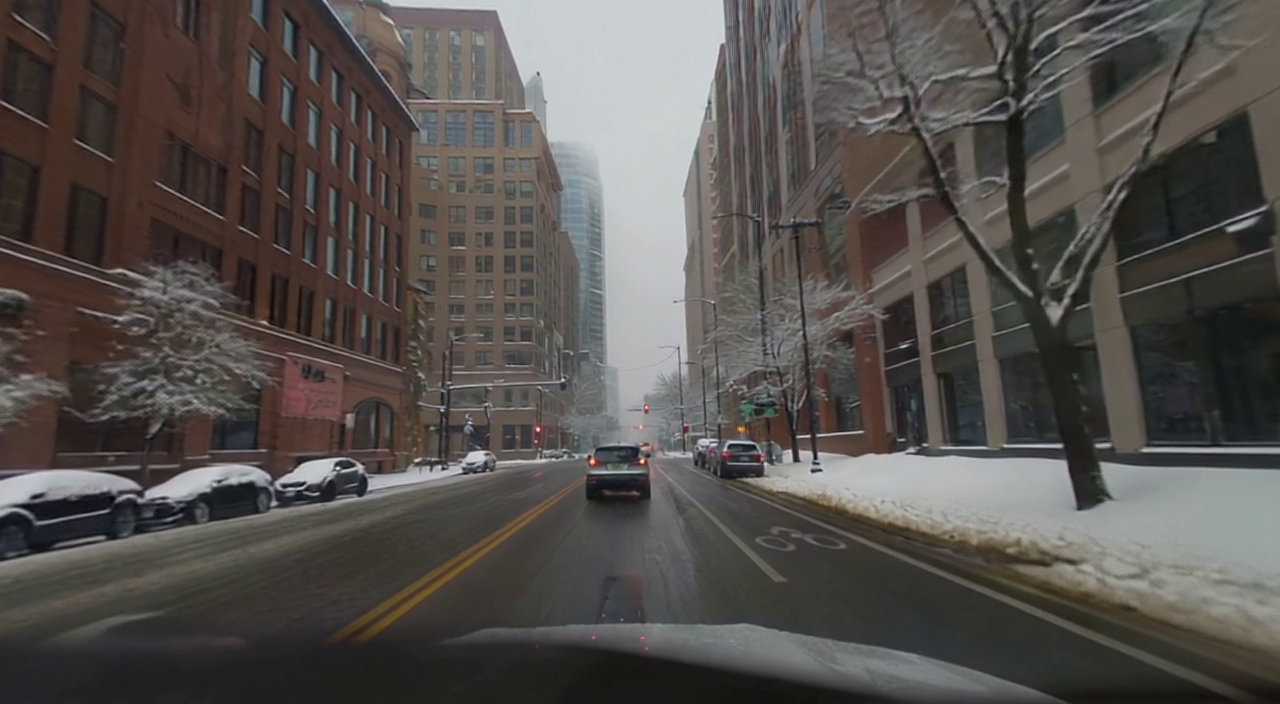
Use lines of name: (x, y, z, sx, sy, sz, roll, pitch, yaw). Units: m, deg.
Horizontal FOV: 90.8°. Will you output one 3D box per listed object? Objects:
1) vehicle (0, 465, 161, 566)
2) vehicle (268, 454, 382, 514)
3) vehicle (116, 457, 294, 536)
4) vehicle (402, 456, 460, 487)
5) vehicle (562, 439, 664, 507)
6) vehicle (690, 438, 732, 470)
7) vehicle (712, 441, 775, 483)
vehicle: (-12.041, 3.182, 12.493, 1.976, 1.577, 4.091, -4, -8, -1)
vehicle: (-12.000, 4.996, 24.445, 2.090, 1.784, 4.832, -4, -8, -2)
vehicle: (-12.156, 3.993, 18.125, 1.945, 1.712, 4.648, -5, -8, -2)
vehicle: (-12.267, 7.018, 37.357, 1.968, 1.469, 4.523, -3, -8, -1)
vehicle: (-0.613, 2.999, 16.079, 2.269, 1.479, 3.980, 0, -9, -1)
vehicle: (4.443, 6.511, 40.365, 1.972, 1.822, 4.889, -3, -9, -1)
vehicle: (4.420, 4.743, 27.561, 1.924, 1.645, 4.528, -1, -9, 0)
